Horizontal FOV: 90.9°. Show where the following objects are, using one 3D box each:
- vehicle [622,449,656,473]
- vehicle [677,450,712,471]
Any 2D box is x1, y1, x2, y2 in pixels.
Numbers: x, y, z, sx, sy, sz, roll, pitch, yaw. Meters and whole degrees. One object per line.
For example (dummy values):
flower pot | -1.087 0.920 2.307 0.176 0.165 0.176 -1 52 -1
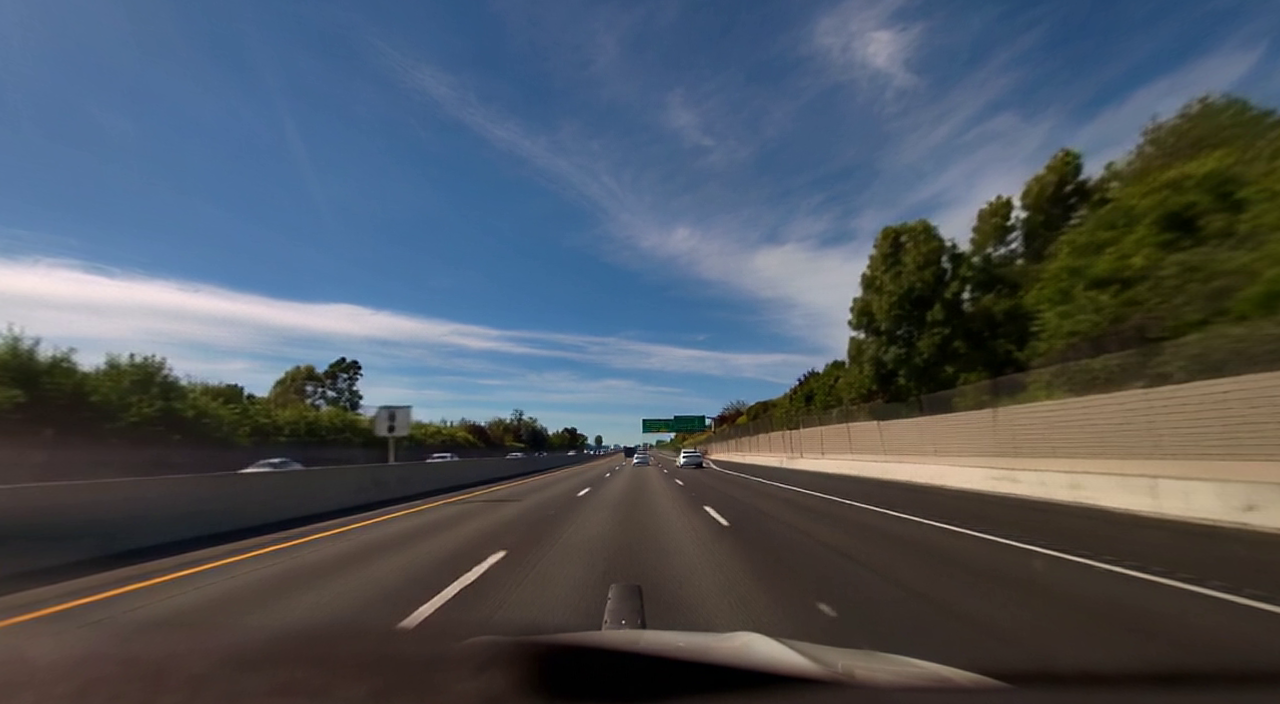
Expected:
vehicle | -0.093 6.855 39.796 2.065 1.400 4.028 0 -9 -1
vehicle | 3.557 7.177 41.689 1.883 1.320 3.386 0 -9 -2
